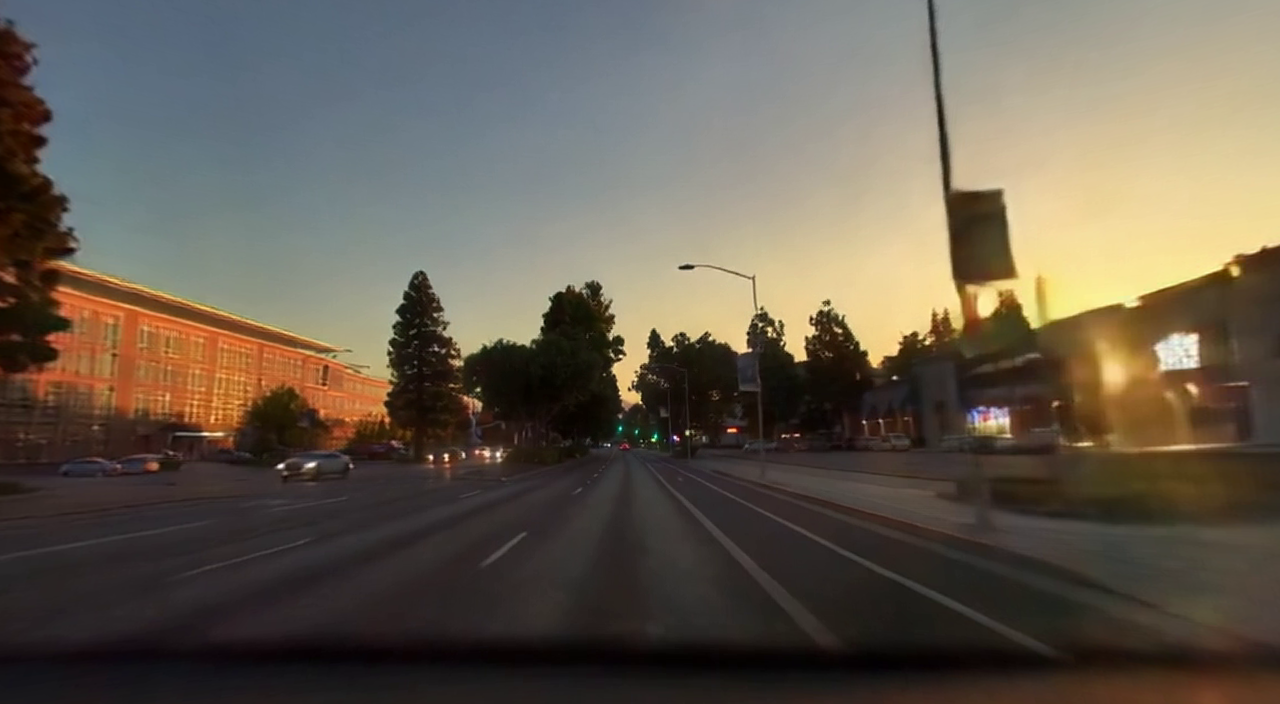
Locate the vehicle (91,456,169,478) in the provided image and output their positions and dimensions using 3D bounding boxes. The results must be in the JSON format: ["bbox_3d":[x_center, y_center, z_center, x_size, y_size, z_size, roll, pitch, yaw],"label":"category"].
[{"bbox_3d":[-38.289,8.630,47.402,1.844,1.492,4.374,-1,-9,9],"label":"vehicle"}]

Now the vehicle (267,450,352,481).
[{"bbox_3d":[-17.405,5.957,33.461,2.021,1.507,4.664,0,-9,-1],"label":"vehicle"}]

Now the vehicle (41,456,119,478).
[{"bbox_3d":[-42.447,8.717,47.832,1.818,1.491,4.263,0,-8,3],"label":"vehicle"}]
